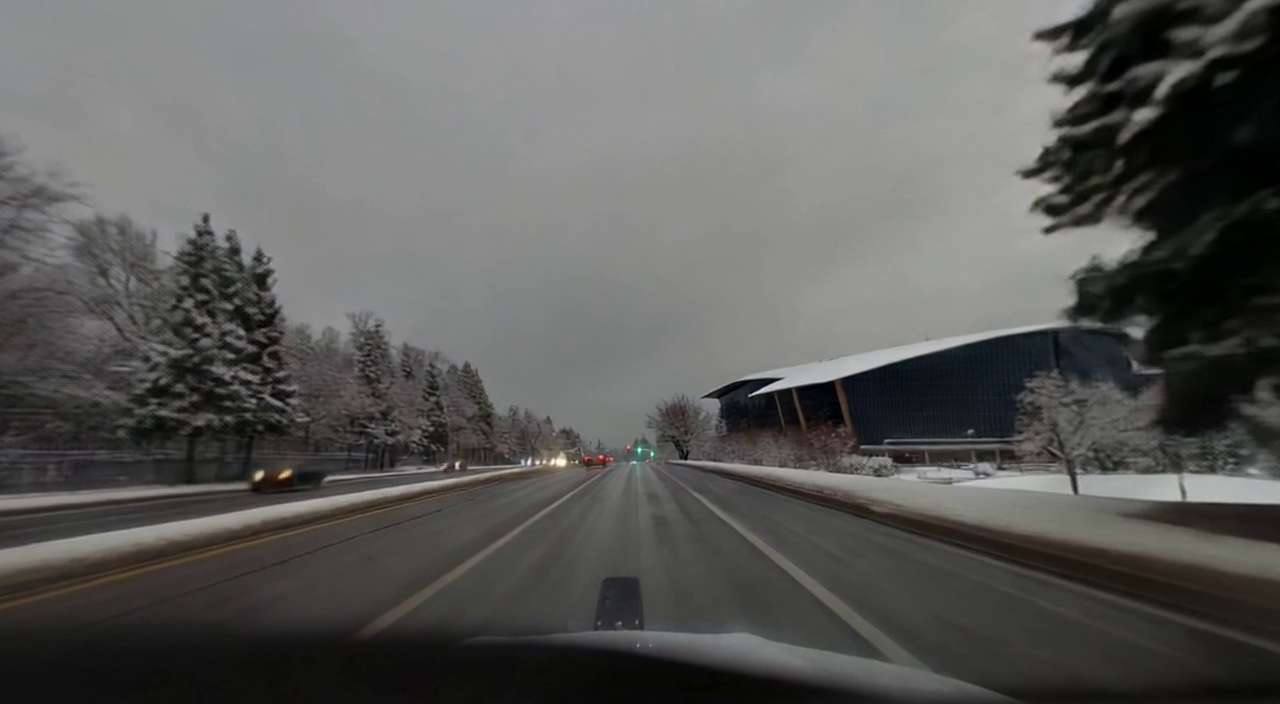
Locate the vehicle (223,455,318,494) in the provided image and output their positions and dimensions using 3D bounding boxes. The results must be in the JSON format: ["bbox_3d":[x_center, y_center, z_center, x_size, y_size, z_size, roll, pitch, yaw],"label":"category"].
[{"bbox_3d":[-18.922,6.268,32.665,2.088,1.722,4.609,0,-8,1],"label":"vehicle"}]

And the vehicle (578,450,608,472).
[{"bbox_3d":[-3.575,8.366,48.630,1.984,1.521,4.682,0,-8,0],"label":"vehicle"}]
